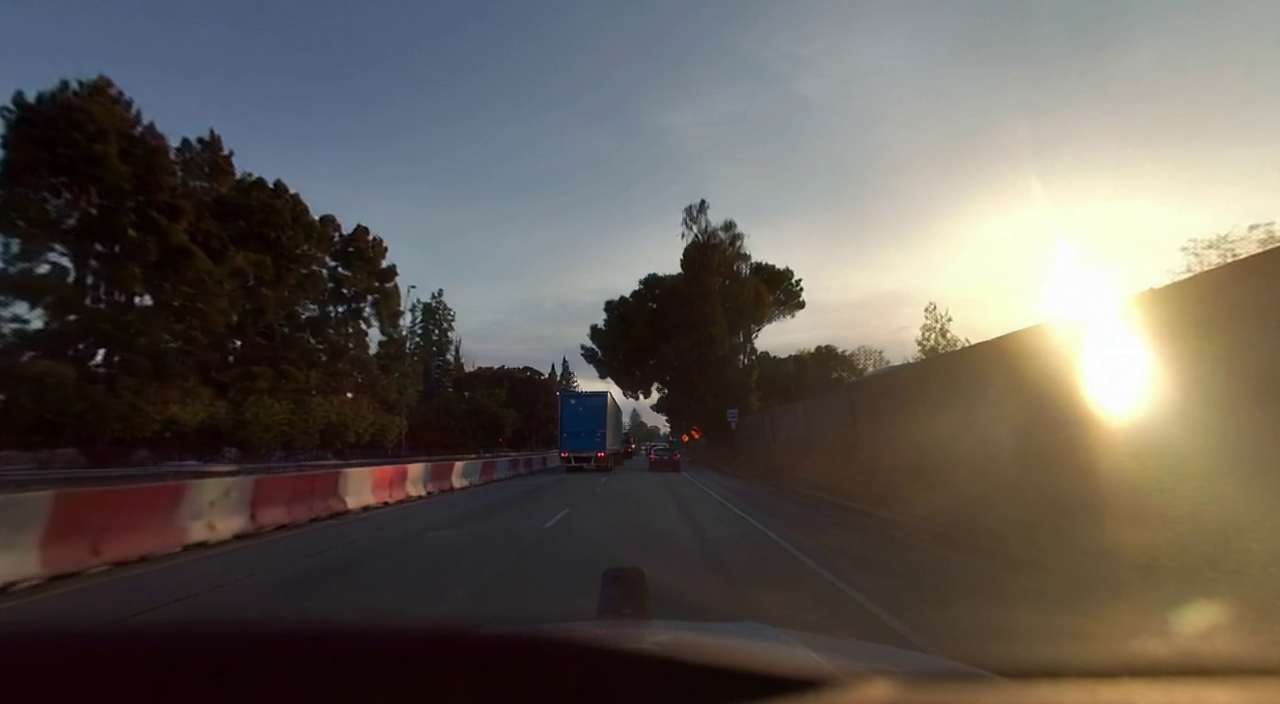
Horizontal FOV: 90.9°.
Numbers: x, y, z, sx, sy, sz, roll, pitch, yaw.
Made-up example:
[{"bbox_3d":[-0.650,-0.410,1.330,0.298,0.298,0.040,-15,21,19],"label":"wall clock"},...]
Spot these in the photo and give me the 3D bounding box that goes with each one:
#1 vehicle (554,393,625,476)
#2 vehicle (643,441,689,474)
[{"bbox_3d":[-2.705,5.222,39.148,2.906,4.115,15.715,0,-8,1],"label":"vehicle"},{"bbox_3d":[1.329,5.726,34.509,2.304,1.675,4.462,0,-8,0],"label":"vehicle"}]
